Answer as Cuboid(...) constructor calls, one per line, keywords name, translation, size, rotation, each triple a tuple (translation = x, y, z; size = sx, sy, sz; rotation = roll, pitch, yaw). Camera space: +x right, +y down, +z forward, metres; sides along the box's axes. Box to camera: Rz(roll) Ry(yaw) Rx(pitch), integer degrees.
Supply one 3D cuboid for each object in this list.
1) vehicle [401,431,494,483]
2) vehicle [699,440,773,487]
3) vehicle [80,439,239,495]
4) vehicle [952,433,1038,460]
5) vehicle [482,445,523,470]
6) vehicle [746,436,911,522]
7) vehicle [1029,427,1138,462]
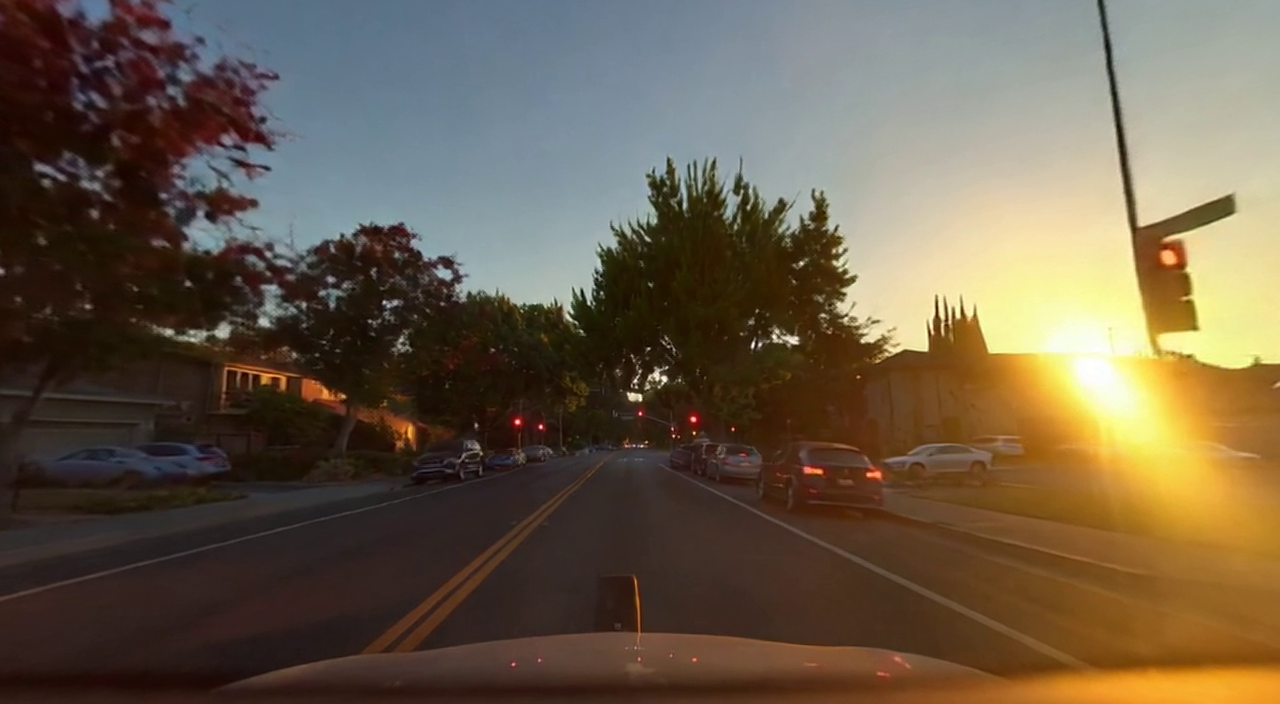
Cuboid(name="vehicle", translation=(-8.199, 4.516, 27.585), size=(2.420, 2.004, 5.615), rotation=(0, -8, -2))
Cuboid(name="vehicle", translation=(3.340, 3.979, 22.897), size=(1.809, 1.513, 4.264), rotation=(1, -8, -3))
Cuboid(name="vehicle", translation=(-14.693, 3.507, 19.648), size=(1.848, 1.562, 3.827), rotation=(0, -8, 1))
Cuboid(name="vehicle", translation=(24.432, 6.494, 43.564), size=(4.599, 1.759, 2.060), rotation=(-1, -9, -1))
Cuboid(name="vehicle", translation=(-8.634, 6.624, 40.022), size=(1.860, 1.476, 4.594), rotation=(1, -8, -4))
Cuboid(name="vehicle", translation=(3.777, 2.613, 13.612), size=(1.955, 1.536, 4.395), rotation=(1, -8, -4))
Cuboid(name="vehicle", translation=(24.493, 5.116, 35.006), size=(4.476, 1.795, 2.055), rotation=(0, -9, -2))
